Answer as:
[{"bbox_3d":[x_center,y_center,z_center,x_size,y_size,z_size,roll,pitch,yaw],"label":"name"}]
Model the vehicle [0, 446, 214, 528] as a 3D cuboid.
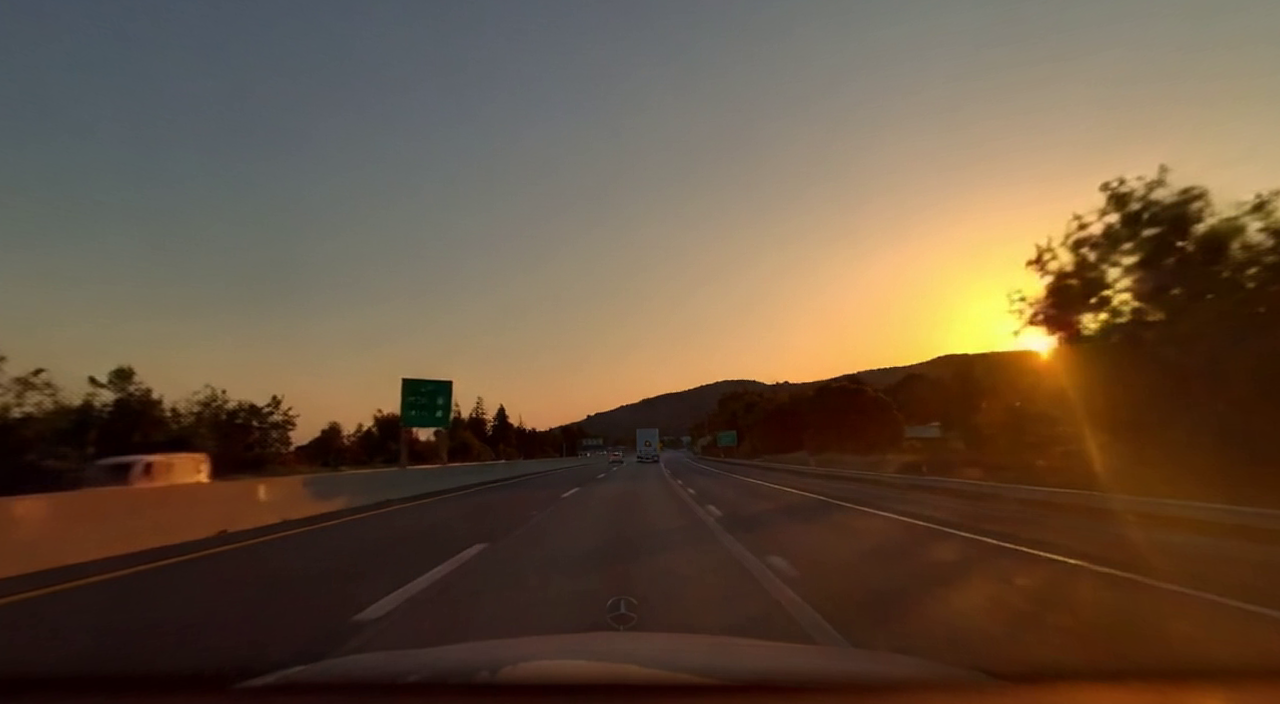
[{"bbox_3d":[-16.675,4.140,20.102,2.377,2.202,5.348,0,-9,0],"label":"vehicle"}]
